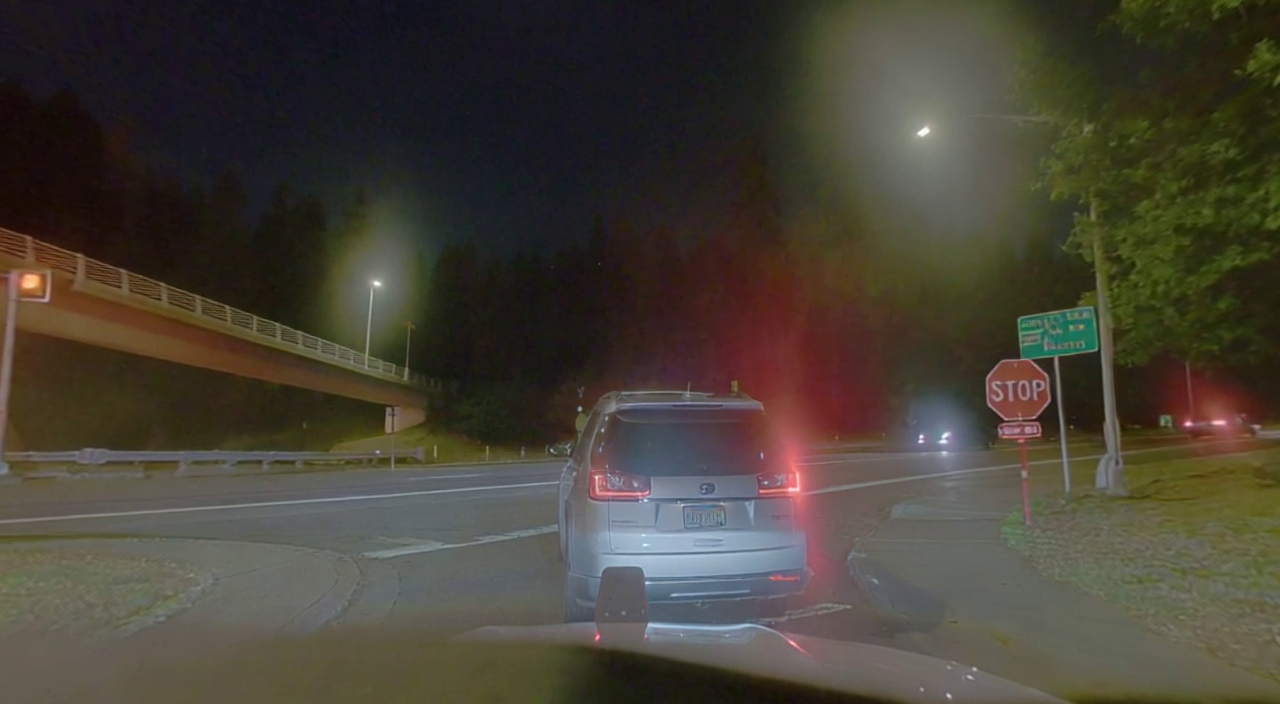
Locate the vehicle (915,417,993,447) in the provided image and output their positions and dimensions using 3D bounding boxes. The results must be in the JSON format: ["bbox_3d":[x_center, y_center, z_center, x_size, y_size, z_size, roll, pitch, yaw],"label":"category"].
[{"bbox_3d":[19.366,4.965,38.899,4.557,1.712,1.913,4,-10,-28],"label":"vehicle"}]

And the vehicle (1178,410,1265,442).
[{"bbox_3d":[36.097,4.638,39.100,5.166,1.791,2.131,4,-10,-27],"label":"vehicle"}]

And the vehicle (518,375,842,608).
[{"bbox_3d":[0.313,1.406,7.132,2.494,1.804,4.336,0,-9,0],"label":"vehicle"}]
